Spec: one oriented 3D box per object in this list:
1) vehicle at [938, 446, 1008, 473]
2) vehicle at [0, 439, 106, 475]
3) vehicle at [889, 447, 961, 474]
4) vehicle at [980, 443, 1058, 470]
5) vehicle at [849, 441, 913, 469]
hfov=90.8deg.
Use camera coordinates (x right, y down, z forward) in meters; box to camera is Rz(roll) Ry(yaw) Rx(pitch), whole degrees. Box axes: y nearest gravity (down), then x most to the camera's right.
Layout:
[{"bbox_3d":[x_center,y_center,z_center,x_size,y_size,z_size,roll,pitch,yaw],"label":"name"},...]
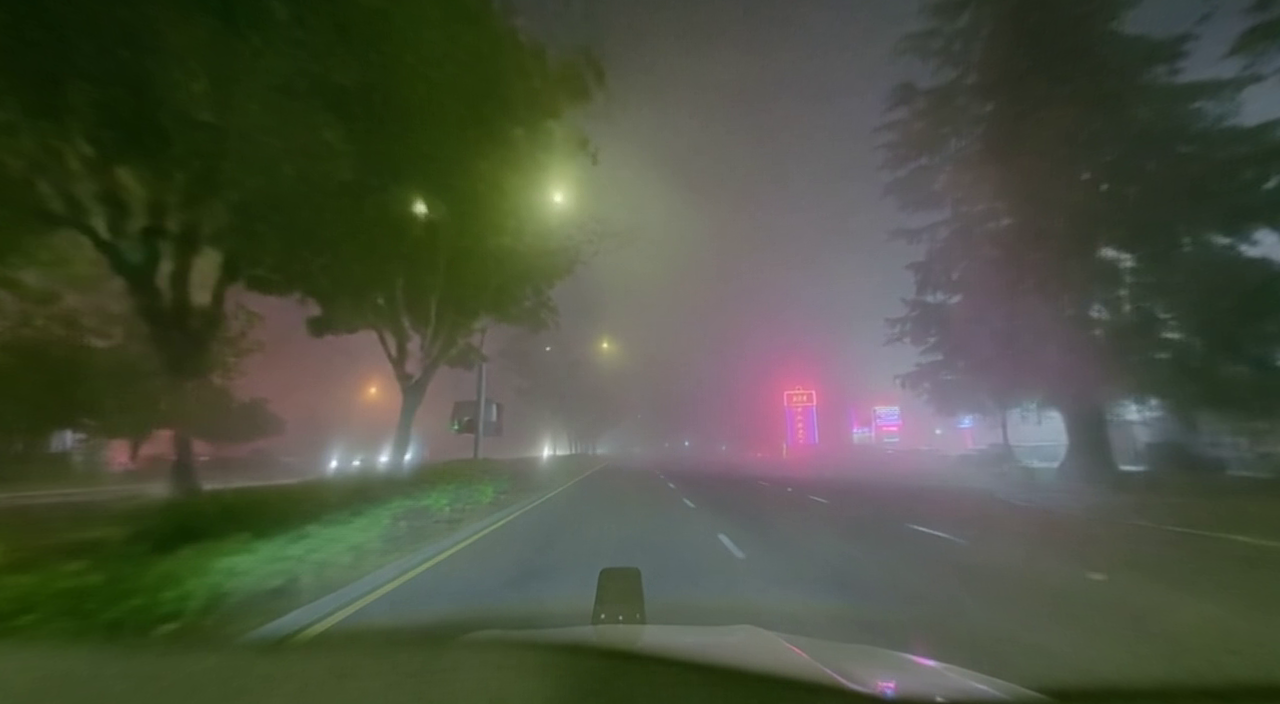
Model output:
[{"bbox_3d":[19.546,6.298,37.315,1.972,1.461,4.021,1,-8,0],"label":"vehicle"},{"bbox_3d":[-28.894,5.081,30.565,4.208,1.648,1.980,0,-8,-3],"label":"vehicle"},{"bbox_3d":[16.532,6.310,36.906,1.863,1.445,4.703,0,-8,-2],"label":"vehicle"},{"bbox_3d":[22.340,6.182,37.493,1.895,1.471,4.511,-2,-9,2],"label":"vehicle"},{"bbox_3d":[16.266,6.958,42.978,2.052,1.749,5.213,0,-8,-3],"label":"vehicle"}]
